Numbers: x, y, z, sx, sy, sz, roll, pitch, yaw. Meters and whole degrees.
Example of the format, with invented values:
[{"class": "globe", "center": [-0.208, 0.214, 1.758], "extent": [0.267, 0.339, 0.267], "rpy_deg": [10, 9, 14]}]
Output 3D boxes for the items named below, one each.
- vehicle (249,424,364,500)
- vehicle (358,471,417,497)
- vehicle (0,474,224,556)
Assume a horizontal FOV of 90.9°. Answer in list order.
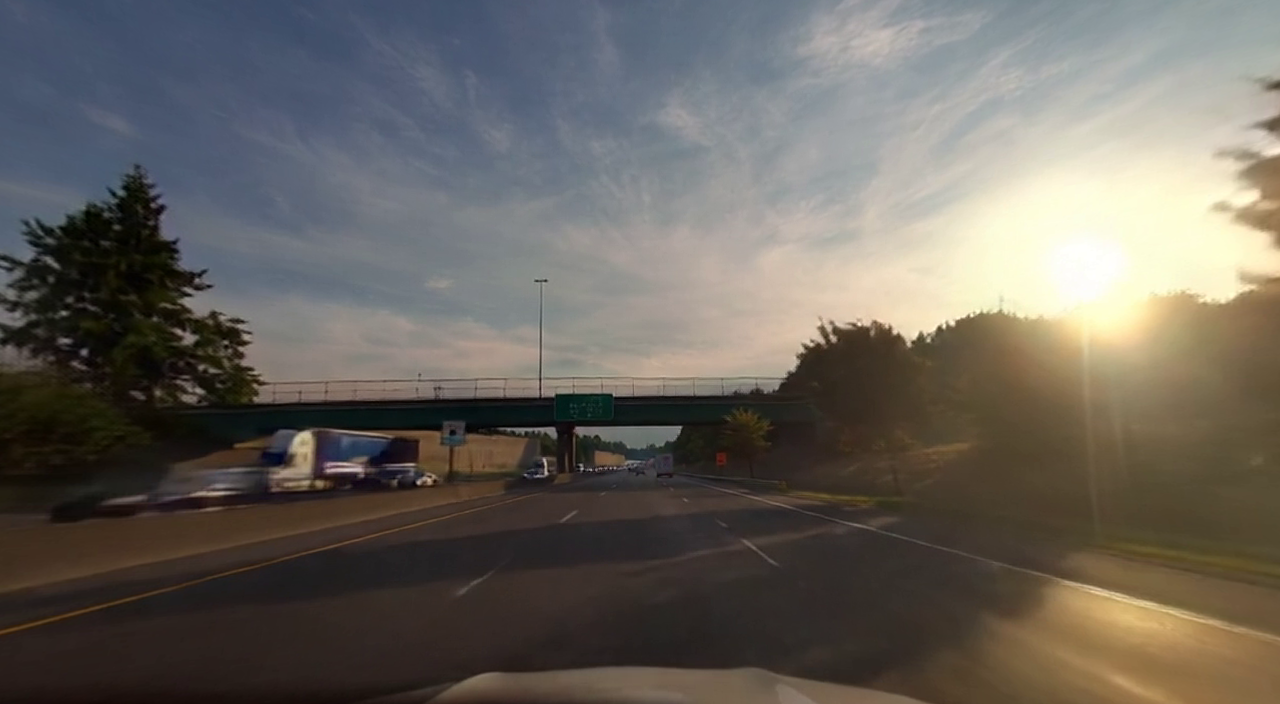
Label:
[{"class": "vehicle", "center": [-20.624, 6.936, 39.594], "extent": [2.945, 4.265, 7.006], "rpy_deg": [0, -11, 2]}, {"class": "vehicle", "center": [-16.143, 8.468, 40.538], "extent": [1.938, 1.477, 4.455], "rpy_deg": [1, -10, 1]}, {"class": "vehicle", "center": [-12.019, 3.538, 14.277], "extent": [1.925, 1.436, 4.717], "rpy_deg": [1, -10, 0]}]
